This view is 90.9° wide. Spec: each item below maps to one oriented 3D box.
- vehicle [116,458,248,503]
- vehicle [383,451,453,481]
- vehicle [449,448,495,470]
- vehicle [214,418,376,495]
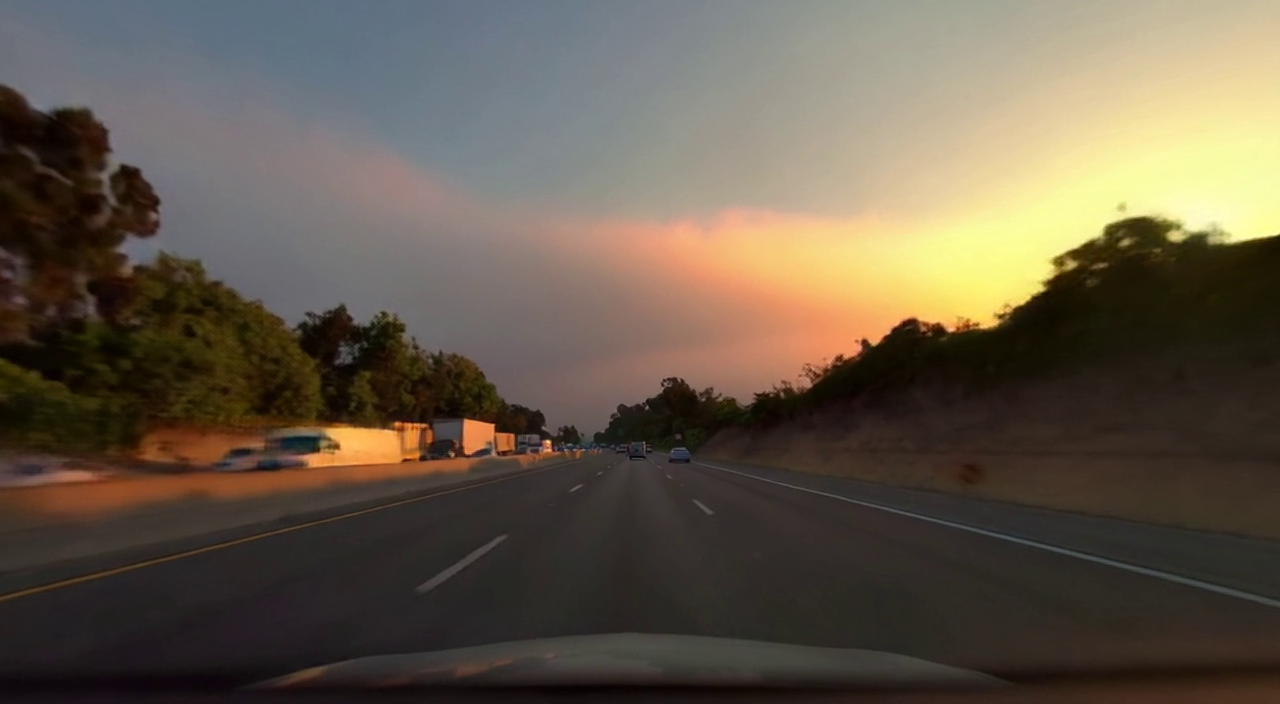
[{"bbox_3d":[-16.268,4.561,22.664,1.720,1.411,3.954,0,-9,1],"label":"vehicle"},{"bbox_3d":[-11.695,6.008,33.593,2.050,1.464,4.553,0,-9,0],"label":"vehicle"},{"bbox_3d":[-12.043,7.685,45.423,2.113,1.531,4.402,0,-9,0],"label":"vehicle"},{"bbox_3d":[-11.529,3.569,21.722,2.341,2.308,5.443,0,-9,1],"label":"vehicle"}]
